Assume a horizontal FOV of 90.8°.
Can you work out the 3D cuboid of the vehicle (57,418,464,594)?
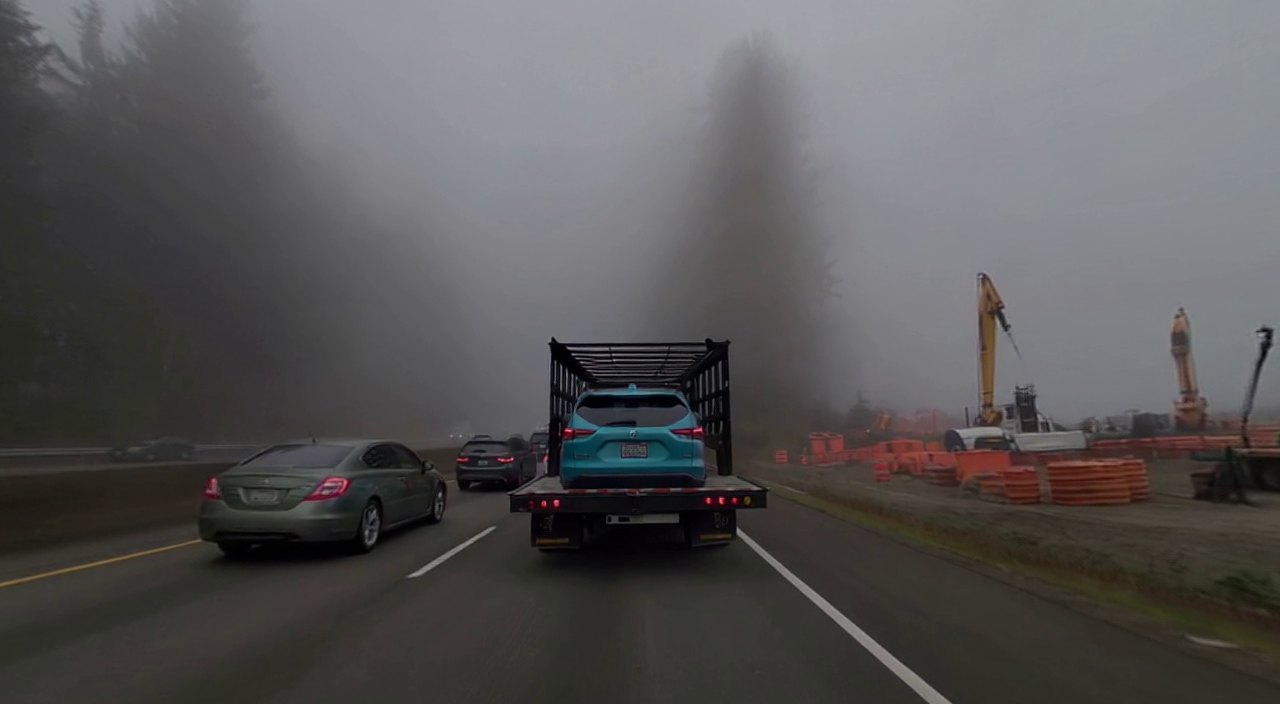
[{"bbox_3d":[-4.002,1.711,8.040,2.155,1.513,4.964,0,-9,-1],"label":"vehicle"}]

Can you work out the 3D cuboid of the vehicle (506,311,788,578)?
[{"bbox_3d":[-0.218,1.674,11.438,2.735,2.597,10.435,1,-9,-3],"label":"vehicle"}]

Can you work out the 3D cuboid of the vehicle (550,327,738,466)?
[{"bbox_3d":[-0.095,0.856,9.679,2.156,1.604,4.680,1,-9,-4],"label":"vehicle"}]
